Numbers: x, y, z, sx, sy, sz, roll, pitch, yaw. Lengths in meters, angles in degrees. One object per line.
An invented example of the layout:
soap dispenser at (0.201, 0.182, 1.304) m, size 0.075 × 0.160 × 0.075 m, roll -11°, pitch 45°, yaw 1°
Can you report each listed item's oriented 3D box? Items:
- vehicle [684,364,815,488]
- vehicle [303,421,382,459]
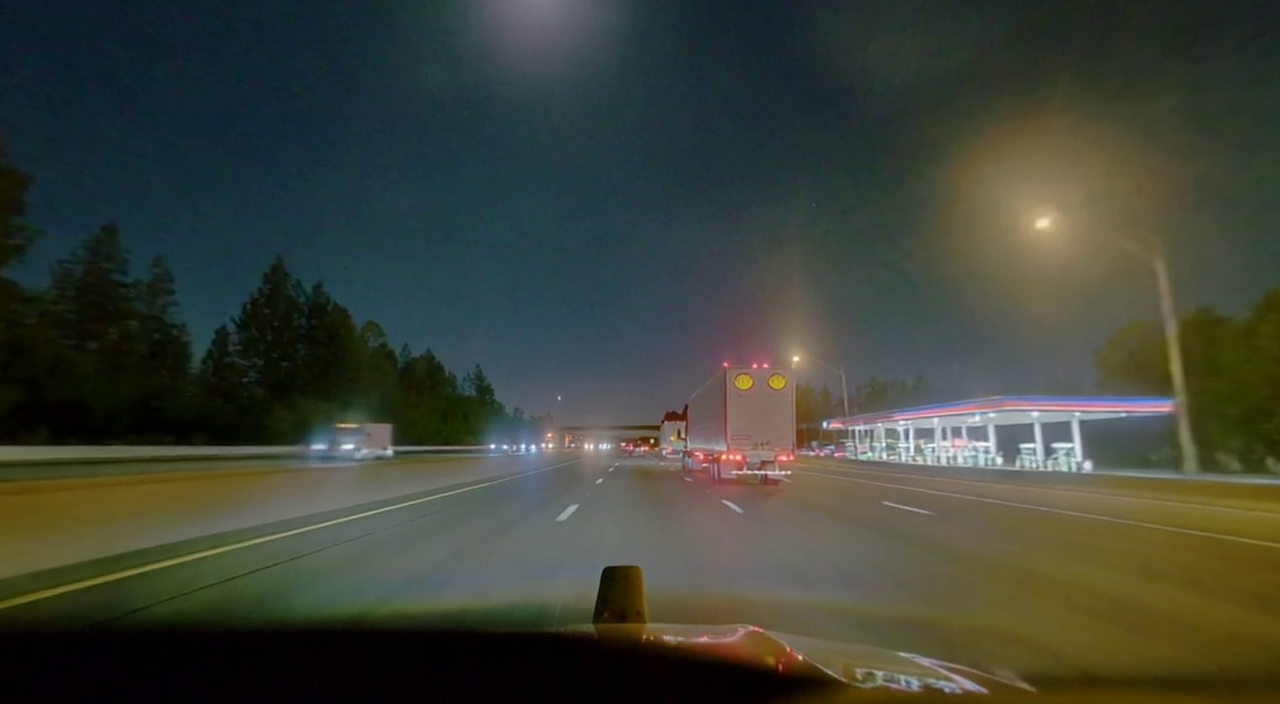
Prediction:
vehicle at (4.009, 3.429, 27.339) m, size 2.922 × 3.987 × 14.038 m, roll 0°, pitch -9°, yaw -1°
vehicle at (-15.847, 4.764, 33.864) m, size 1.970 × 1.864 × 4.662 m, roll 0°, pitch -9°, yaw -1°
